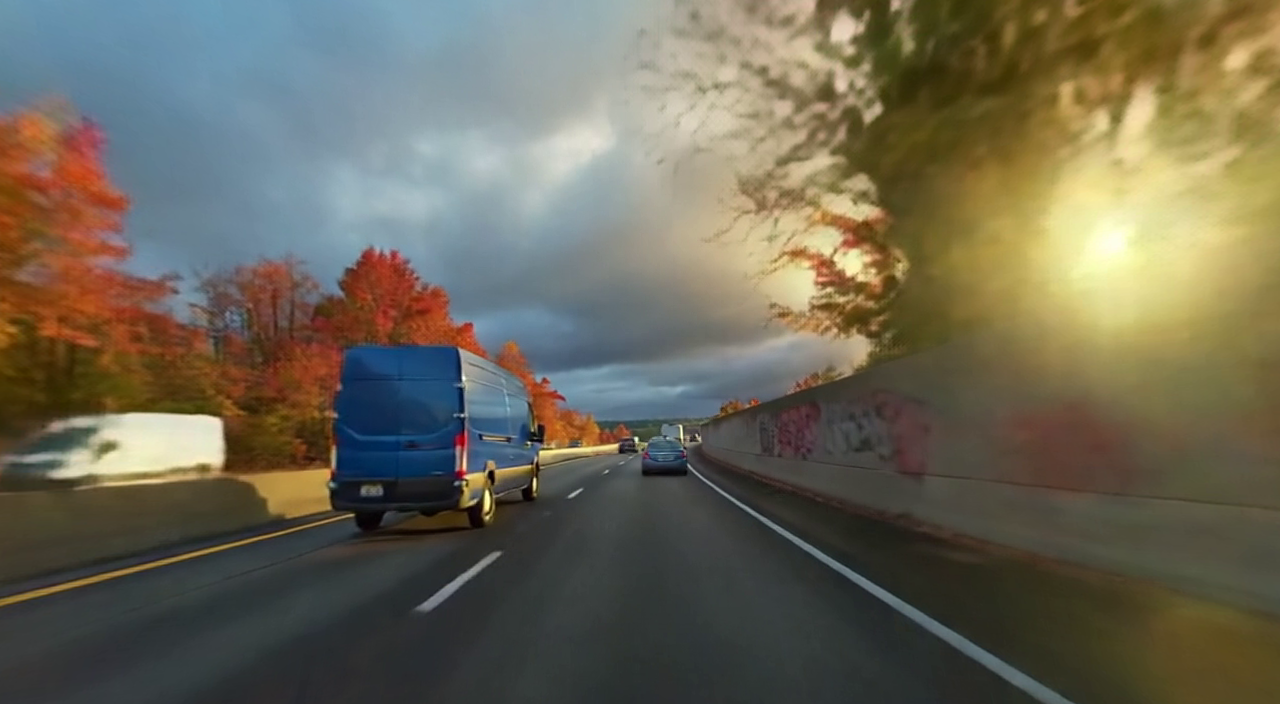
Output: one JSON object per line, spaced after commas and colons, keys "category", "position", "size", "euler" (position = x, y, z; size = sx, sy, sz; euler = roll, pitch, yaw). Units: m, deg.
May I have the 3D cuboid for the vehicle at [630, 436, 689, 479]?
{"category": "vehicle", "position": [0.712, 3.972, 24.001], "size": [2.071, 1.487, 3.948], "euler": [0, -8, 1]}

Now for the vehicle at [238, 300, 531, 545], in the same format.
{"category": "vehicle", "position": [-3.298, 1.132, 9.689], "size": [2.334, 2.769, 5.087], "euler": [0, -8, -1]}
